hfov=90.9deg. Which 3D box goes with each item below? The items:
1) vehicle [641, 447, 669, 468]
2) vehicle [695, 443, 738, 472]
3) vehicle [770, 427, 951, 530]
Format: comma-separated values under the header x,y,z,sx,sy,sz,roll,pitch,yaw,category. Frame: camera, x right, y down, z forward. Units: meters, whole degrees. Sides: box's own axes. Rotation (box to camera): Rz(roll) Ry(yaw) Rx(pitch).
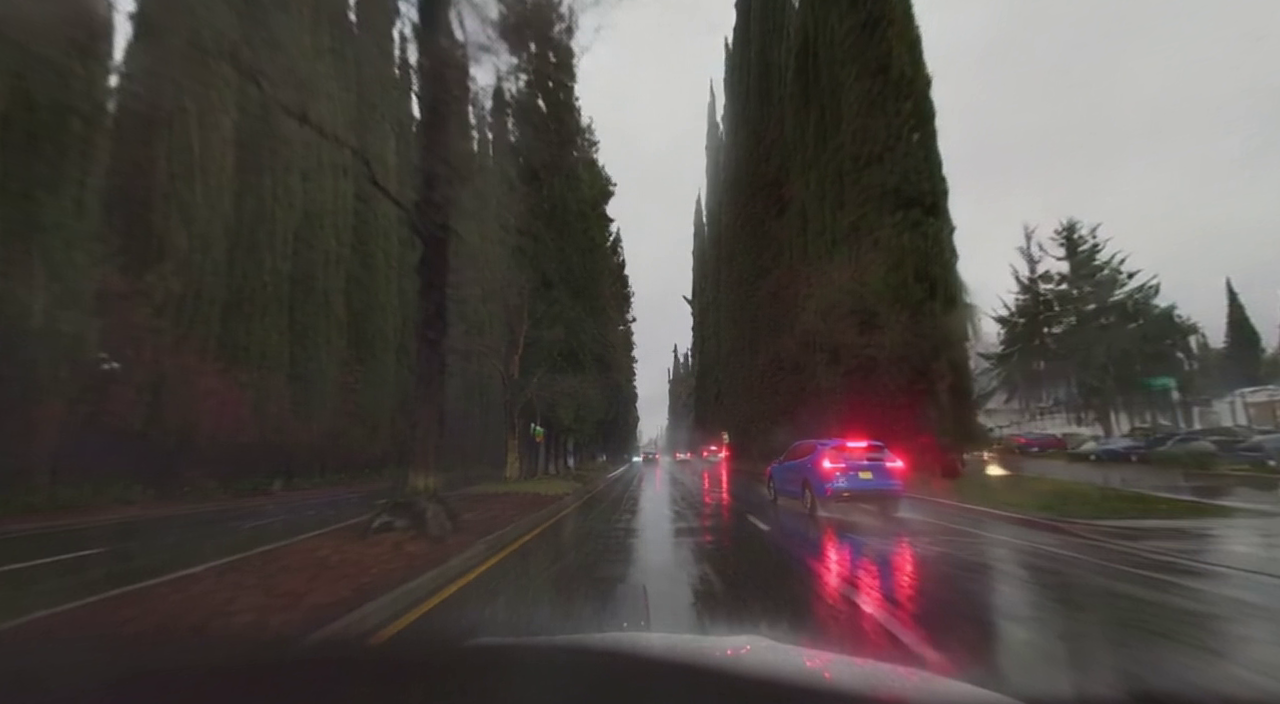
x,y,z,sx,sy,sz,roll,pitch,yaw,category
1.093,7.971,47.948,2.026,1.466,4.282,0,-8,1,vehicle
4.598,6.390,38.564,2.110,1.666,3.912,0,-8,0,vehicle
3.998,2.348,12.316,2.052,1.639,4.123,0,-8,0,vehicle
